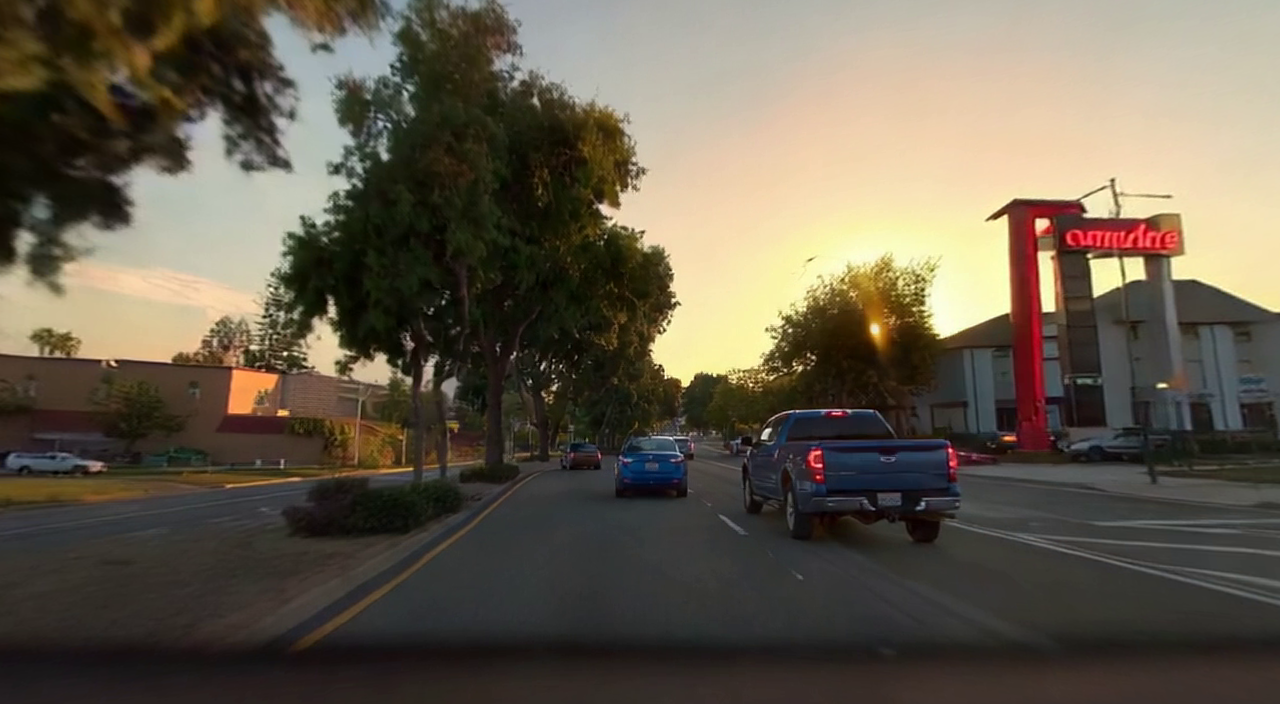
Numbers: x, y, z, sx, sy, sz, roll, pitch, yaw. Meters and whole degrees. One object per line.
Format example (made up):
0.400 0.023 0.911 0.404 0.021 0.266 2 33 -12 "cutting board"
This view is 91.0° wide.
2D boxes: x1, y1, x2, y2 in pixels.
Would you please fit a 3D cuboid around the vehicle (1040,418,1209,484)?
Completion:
15.110 3.080 19.680 4.299 1.878 1.989 3 -9 -19 "vehicle"

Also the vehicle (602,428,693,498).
0.153 2.931 16.947 2.145 1.650 4.021 0 -8 -1 "vehicle"

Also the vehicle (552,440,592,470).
-3.585 5.454 33.568 1.960 1.475 4.161 1 -9 -5 "vehicle"

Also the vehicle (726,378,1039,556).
3.314 1.816 10.595 2.731 2.101 6.047 0 -8 -1 "vehicle"
